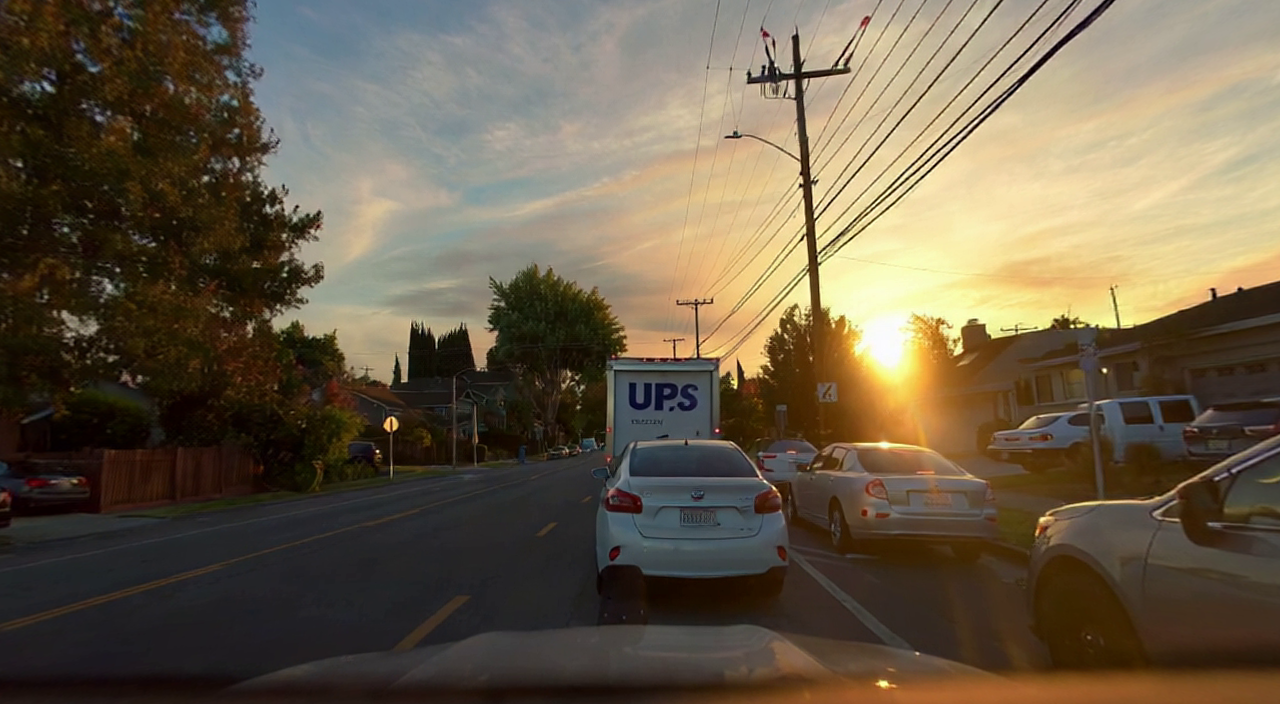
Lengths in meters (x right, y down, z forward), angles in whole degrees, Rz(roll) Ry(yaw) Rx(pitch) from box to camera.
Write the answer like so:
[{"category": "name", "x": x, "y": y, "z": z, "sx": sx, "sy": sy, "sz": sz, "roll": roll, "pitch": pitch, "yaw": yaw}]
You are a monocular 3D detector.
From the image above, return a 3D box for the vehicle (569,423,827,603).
[{"category": "vehicle", "x": 0.479, "y": 1.680, "z": 7.534, "sx": 2.158, "sy": 1.499, "sz": 4.377, "roll": 0, "pitch": -8, "yaw": 0}]

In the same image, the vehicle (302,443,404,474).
[{"category": "vehicle", "x": -17.428, "y": 6.467, "z": 38.305, "sx": 5.274, "sy": 1.793, "sz": 1.921, "roll": 0, "pitch": -8, "yaw": 3}]

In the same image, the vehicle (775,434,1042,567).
[{"category": "vehicle", "x": 3.505, "y": 2.006, "z": 9.349, "sx": 1.993, "sy": 1.479, "sz": 4.487, "roll": 0, "pitch": -8, "yaw": 0}]

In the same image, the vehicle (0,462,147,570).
[{"category": "vehicle", "x": -10.348, "y": 2.485, "z": 9.478, "sx": 1.925, "sy": 1.482, "sz": 4.753, "roll": 0, "pitch": -8, "yaw": 0}]

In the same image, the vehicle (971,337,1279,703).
[{"category": "vehicle", "x": 3.318, "y": 0.769, "z": 1.926, "sx": 2.069, "sy": 1.722, "sz": 4.888, "roll": 0, "pitch": -8, "yaw": 2}]
